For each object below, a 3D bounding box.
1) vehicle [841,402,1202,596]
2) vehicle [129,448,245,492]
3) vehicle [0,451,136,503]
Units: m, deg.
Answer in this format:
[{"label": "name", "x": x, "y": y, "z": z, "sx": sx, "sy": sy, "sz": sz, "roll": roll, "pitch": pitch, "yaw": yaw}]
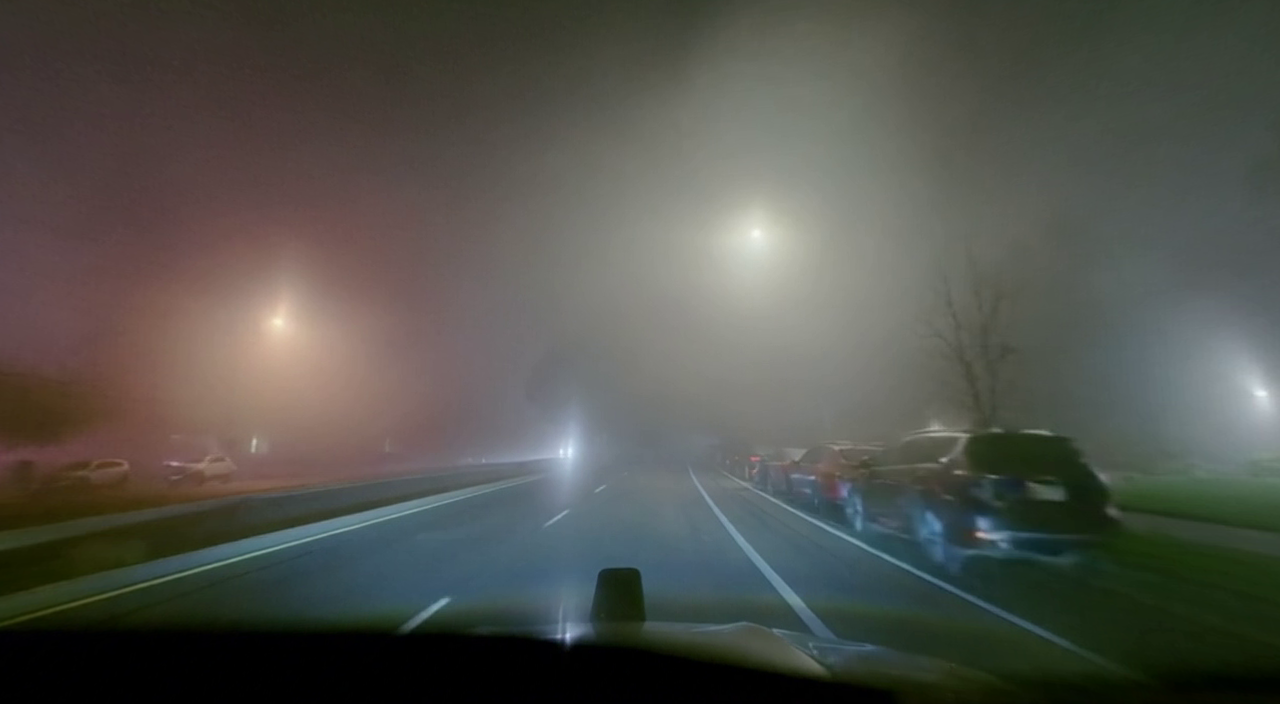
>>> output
[{"label": "vehicle", "x": 4.116, "y": 1.643, "z": 7.934, "sx": 2.013, "sy": 1.710, "sz": 4.403, "roll": -1, "pitch": -9, "yaw": 5}, {"label": "vehicle", "x": -22.644, "y": 5.878, "z": 31.906, "sx": 2.171, "sy": 1.745, "sz": 4.867, "roll": -2, "pitch": -7, "yaw": 2}, {"label": "vehicle", "x": -23.325, "y": 4.886, "z": 25.231, "sx": 2.120, "sy": 1.824, "sz": 4.908, "roll": -1, "pitch": -9, "yaw": 3}]
